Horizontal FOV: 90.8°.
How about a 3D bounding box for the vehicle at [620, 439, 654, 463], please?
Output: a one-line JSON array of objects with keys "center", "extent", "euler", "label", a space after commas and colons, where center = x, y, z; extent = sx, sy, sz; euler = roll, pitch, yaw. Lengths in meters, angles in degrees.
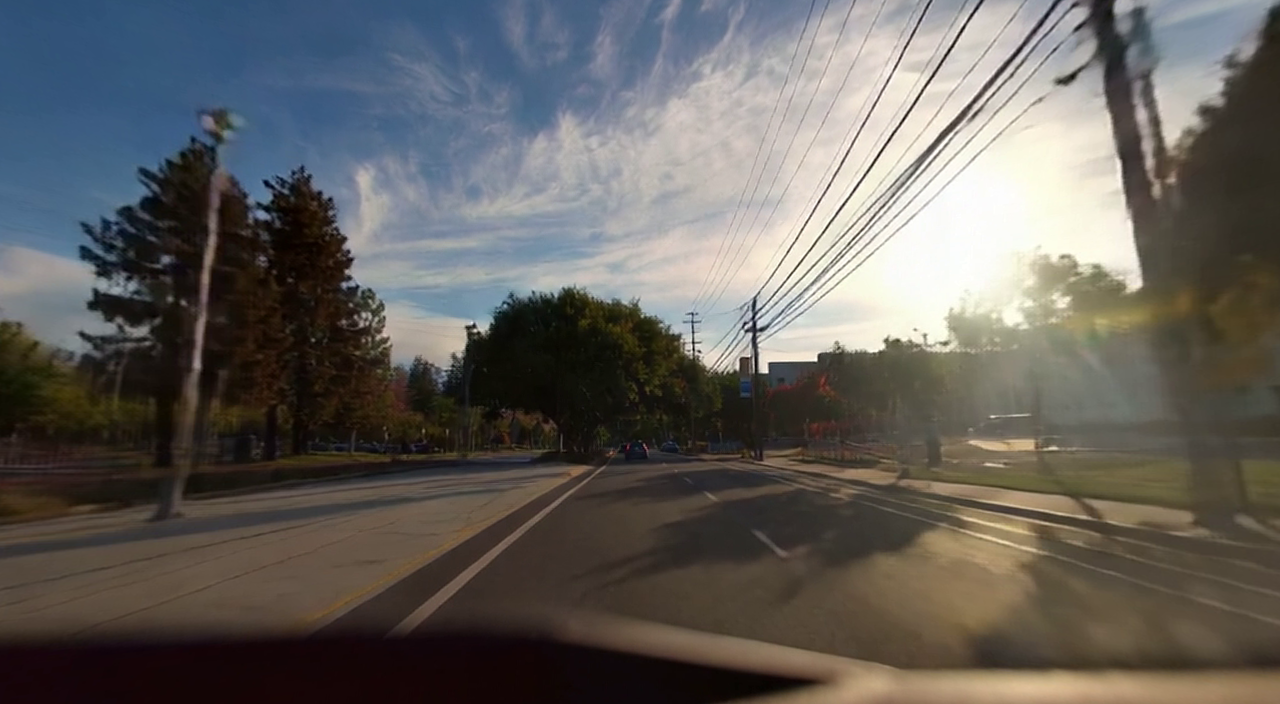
[{"center": [-0.236, 6.512, 41.810], "extent": [2.109, 1.501, 4.042], "euler": [0, -8, -1], "label": "vehicle"}]
